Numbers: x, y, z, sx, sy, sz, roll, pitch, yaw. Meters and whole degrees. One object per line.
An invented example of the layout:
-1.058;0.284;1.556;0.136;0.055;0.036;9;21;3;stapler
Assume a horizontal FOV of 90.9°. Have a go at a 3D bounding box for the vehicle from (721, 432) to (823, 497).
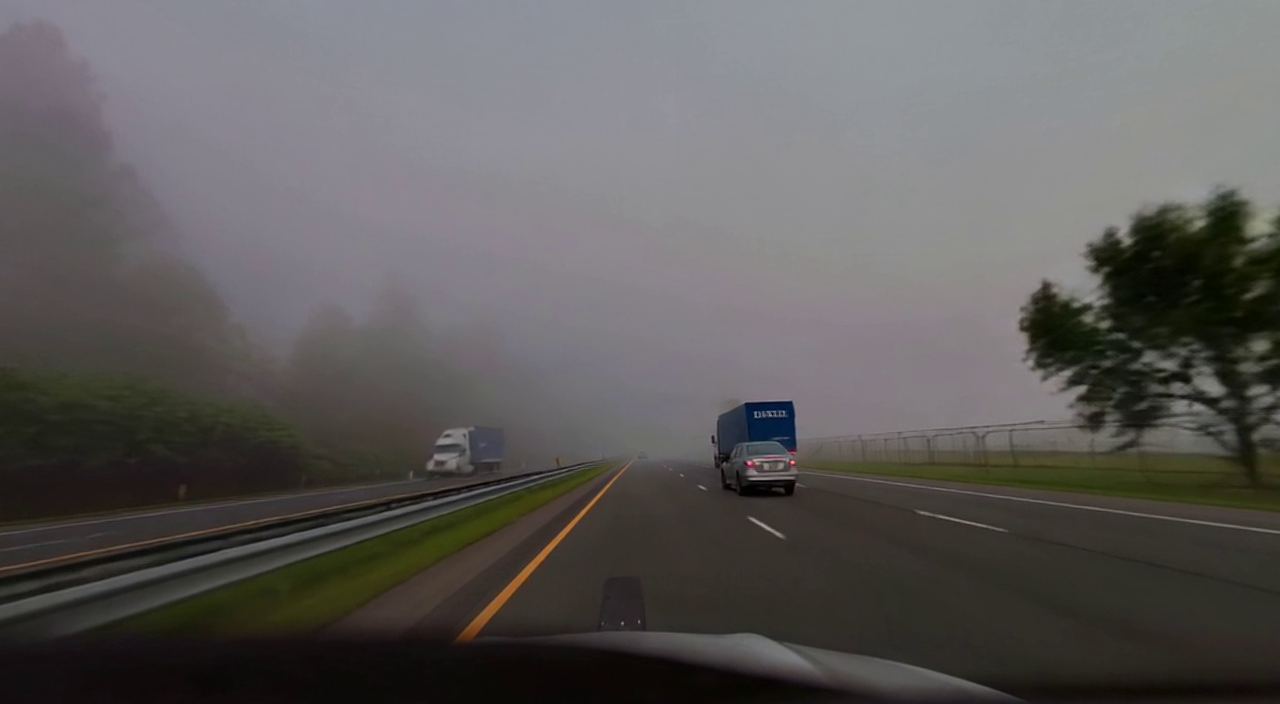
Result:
3.867;3.400;19.279;2.093;1.742;4.167;0;-9;-1;vehicle
